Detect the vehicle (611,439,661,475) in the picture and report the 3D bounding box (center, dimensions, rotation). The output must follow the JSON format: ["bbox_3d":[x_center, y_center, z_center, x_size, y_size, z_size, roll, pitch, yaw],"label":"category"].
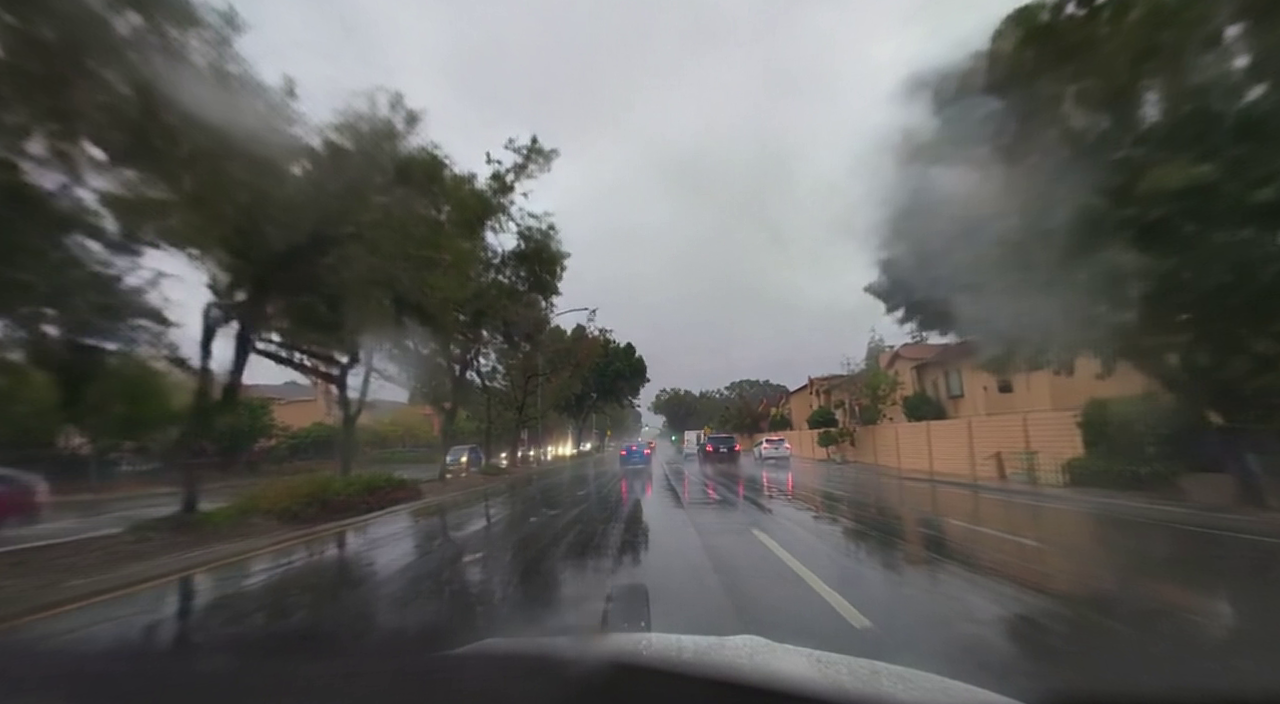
[{"bbox_3d":[-0.139,4.787,28.958,2.102,1.481,3.907,0,-8,1],"label":"vehicle"}]

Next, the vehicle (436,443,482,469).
[{"bbox_3d":[-13.471,7.760,47.265,2.019,1.778,4.593,0,-8,1],"label":"vehicle"}]

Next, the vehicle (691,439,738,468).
[{"bbox_3d":[4.085,5.637,35.117,2.067,1.514,4.188,0,-8,0],"label":"vehicle"}]

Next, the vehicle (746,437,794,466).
[{"bbox_3d":[7.888,6.071,38.565,1.972,1.700,4.269,0,-8,0],"label":"vehicle"}]
